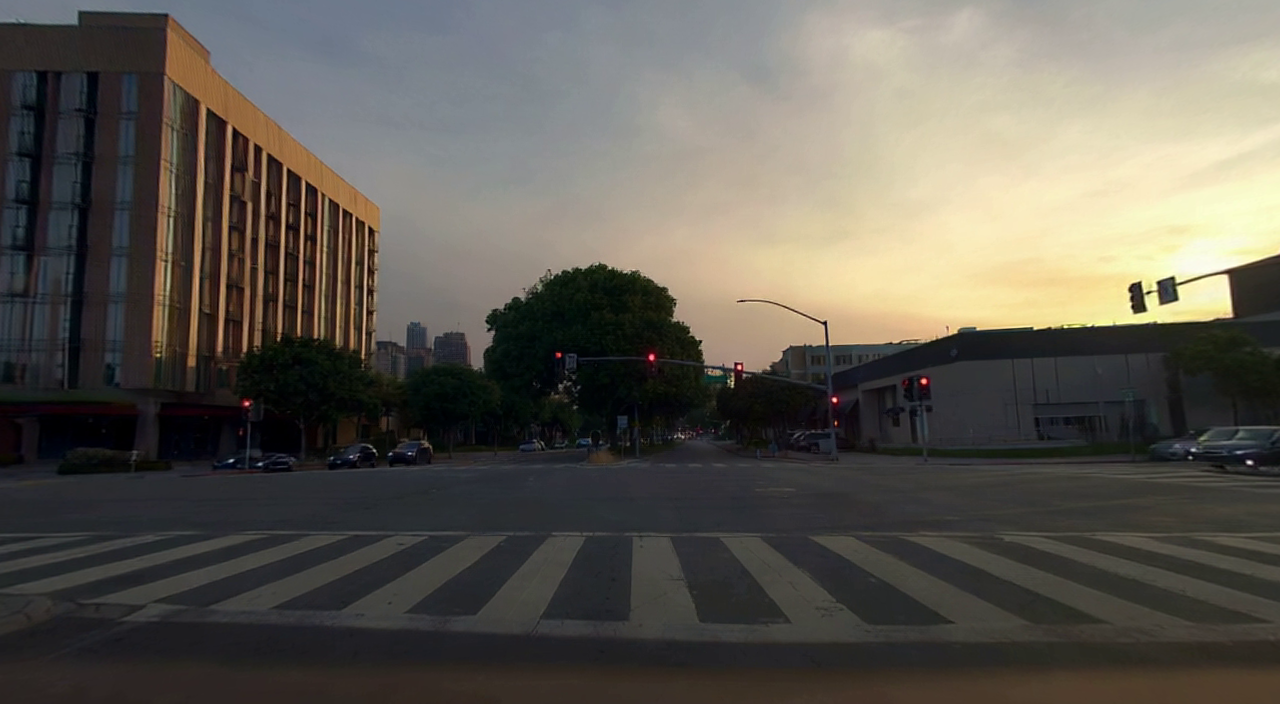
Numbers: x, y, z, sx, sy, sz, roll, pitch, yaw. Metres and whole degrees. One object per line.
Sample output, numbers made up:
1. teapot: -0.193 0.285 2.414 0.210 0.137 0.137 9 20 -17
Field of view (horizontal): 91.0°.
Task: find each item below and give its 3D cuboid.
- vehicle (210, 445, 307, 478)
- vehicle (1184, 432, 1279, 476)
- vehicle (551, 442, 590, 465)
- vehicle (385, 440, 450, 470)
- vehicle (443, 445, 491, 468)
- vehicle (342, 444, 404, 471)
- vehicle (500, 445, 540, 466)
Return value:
1. vehicle: -22.974 6.563 38.150 2.032 1.839 4.884 -3 -9 15
2. vehicle: 22.318 3.581 22.237 4.474 1.477 1.908 0 -9 -2
3. vehicle: -4.534 6.710 41.674 1.954 1.431 4.050 0 -9 2
4. vehicle: -15.143 7.032 43.162 2.340 1.946 5.450 0 -9 2
5. vehicle: -11.634 7.079 42.693 1.911 1.476 4.297 -1 -9 2
6. vehicle: -18.563 7.347 44.005 2.237 1.801 4.541 0 -9 1
7. vehicle: -8.091 7.001 42.609 1.910 1.321 3.692 0 -9 2
